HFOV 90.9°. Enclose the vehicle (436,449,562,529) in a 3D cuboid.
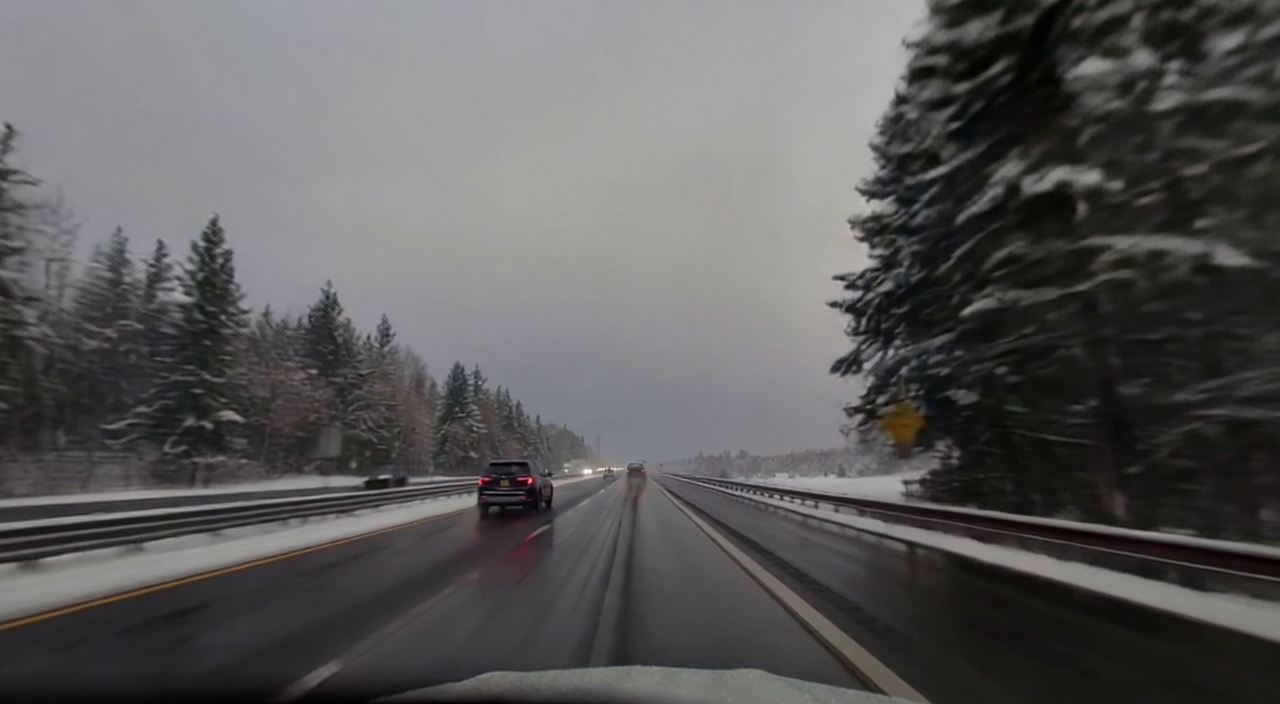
[{"bbox_3d":[-3.364,3.428,16.101,2.124,1.705,4.440,1,-11,1],"label":"vehicle"}]
